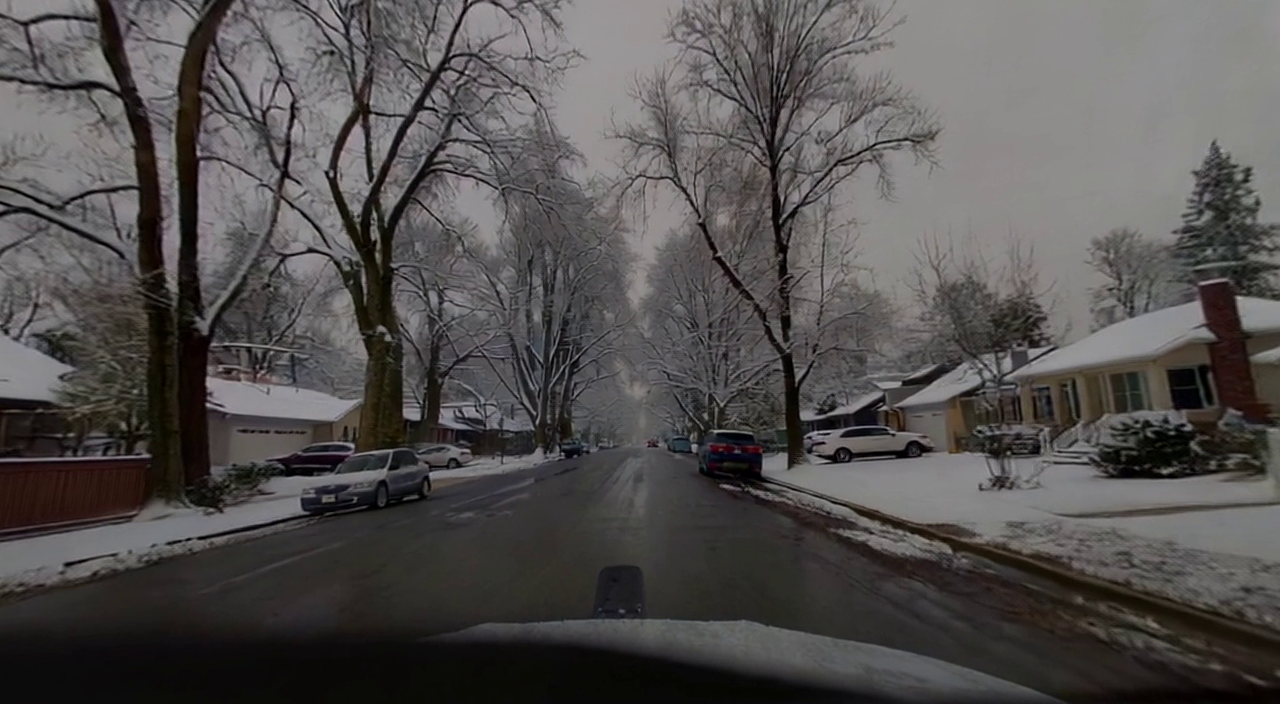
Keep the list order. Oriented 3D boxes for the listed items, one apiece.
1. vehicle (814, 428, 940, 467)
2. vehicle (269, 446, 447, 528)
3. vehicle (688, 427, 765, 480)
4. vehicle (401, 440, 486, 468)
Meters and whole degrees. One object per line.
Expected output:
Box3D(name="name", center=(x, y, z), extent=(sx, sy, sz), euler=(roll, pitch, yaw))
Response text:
Box3D(name="vehicle", center=(10.545, 4.327, 28.535), extent=(5.041, 1.486, 1.969), euler=(-4, -9, 14))
Box3D(name="vehicle", center=(-6.303, 3.003, 14.764), extent=(2.099, 1.399, 4.357), euler=(-4, -8, 1))
Box3D(name="vehicle", center=(3.268, 3.992, 25.034), extent=(2.241, 1.875, 5.059), euler=(0, -8, -1))
Box3D(name="vehicle", center=(-12.941, 6.738, 41.837), extent=(4.928, 1.797, 1.981), euler=(0, -8, 1))
